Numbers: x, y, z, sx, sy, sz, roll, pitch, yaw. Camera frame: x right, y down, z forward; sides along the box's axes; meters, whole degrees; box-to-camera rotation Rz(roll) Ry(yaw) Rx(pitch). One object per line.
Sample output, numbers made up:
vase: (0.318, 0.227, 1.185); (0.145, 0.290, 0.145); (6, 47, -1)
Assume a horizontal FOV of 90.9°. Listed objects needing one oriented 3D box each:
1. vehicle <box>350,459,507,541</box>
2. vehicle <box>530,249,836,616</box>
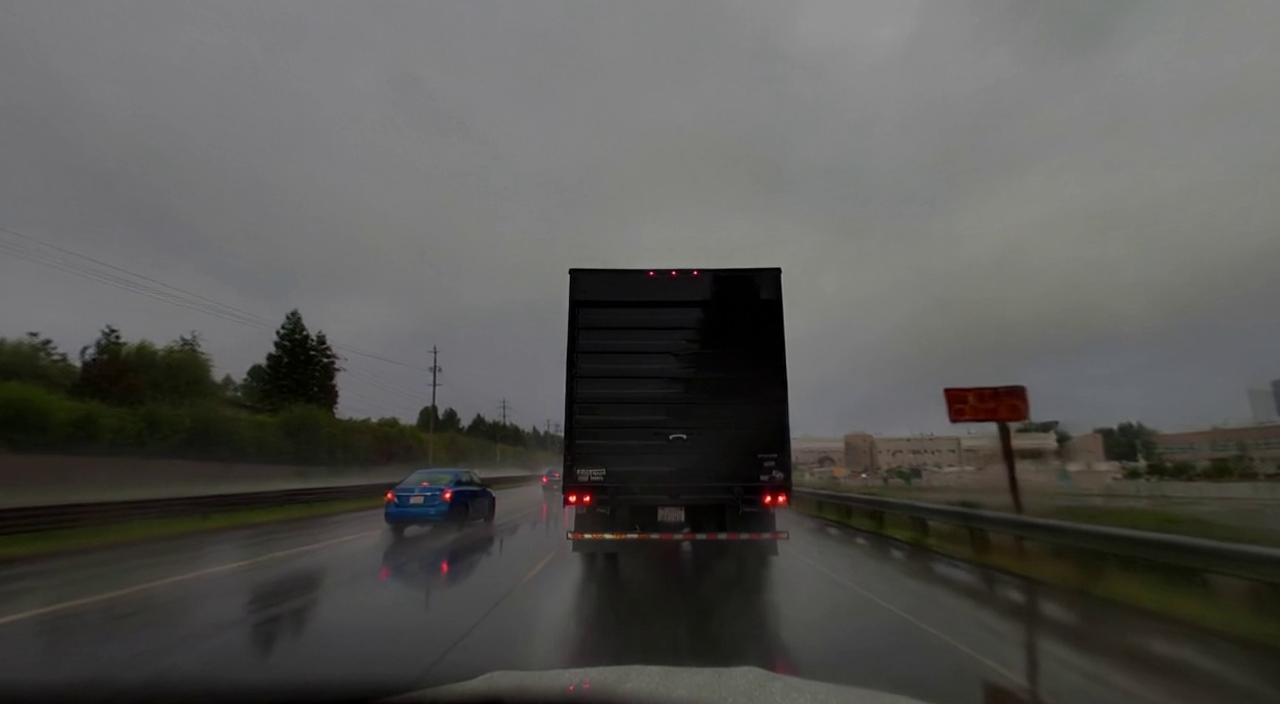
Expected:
vehicle: (-4.401, 3.162, 13.951); (1.891, 1.469, 4.431); (1, -11, 0)
vehicle: (0.616, 1.482, 10.443); (2.831, 3.529, 8.689); (0, -11, 3)
